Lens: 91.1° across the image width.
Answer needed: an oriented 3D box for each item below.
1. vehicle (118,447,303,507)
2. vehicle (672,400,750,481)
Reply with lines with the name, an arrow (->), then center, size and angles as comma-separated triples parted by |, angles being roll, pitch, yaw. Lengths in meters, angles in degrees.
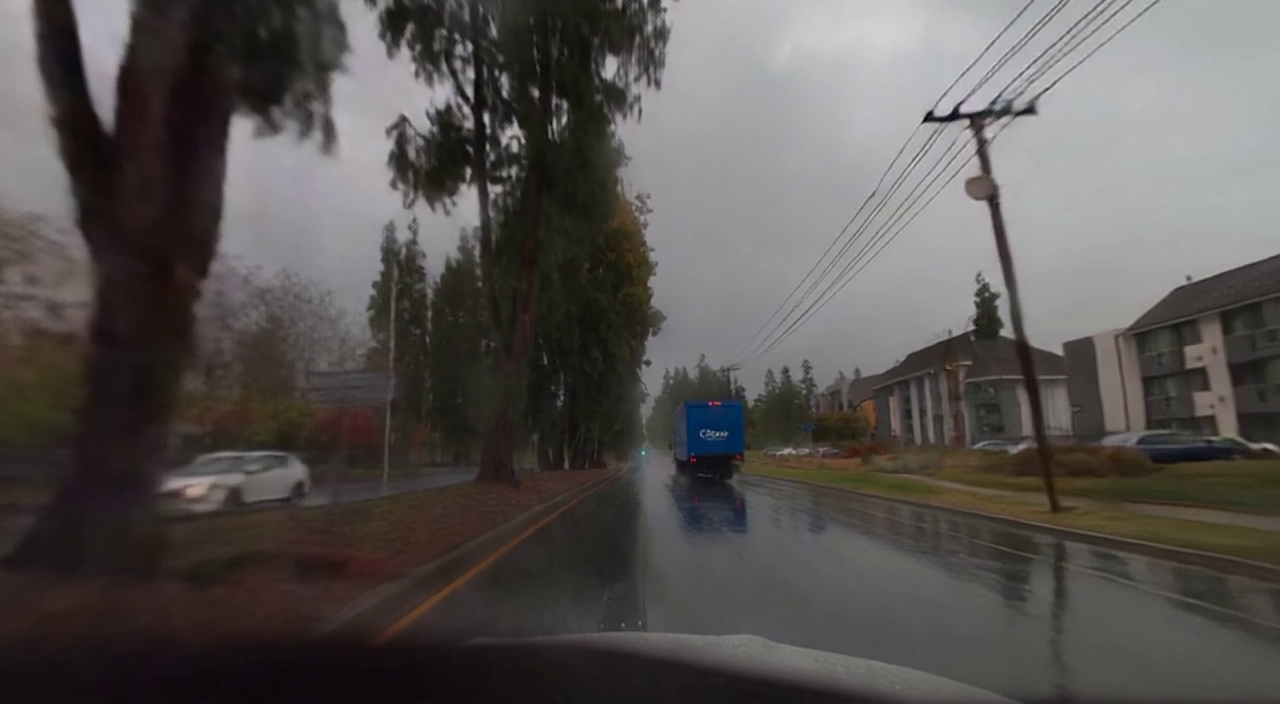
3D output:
vehicle -> -12.223, 3.538, 18.379 | 1.950, 1.501, 4.807 | 0, -8, 1
vehicle -> 3.646, 4.943, 34.789 | 2.973, 3.848, 9.336 | 0, -8, -1
